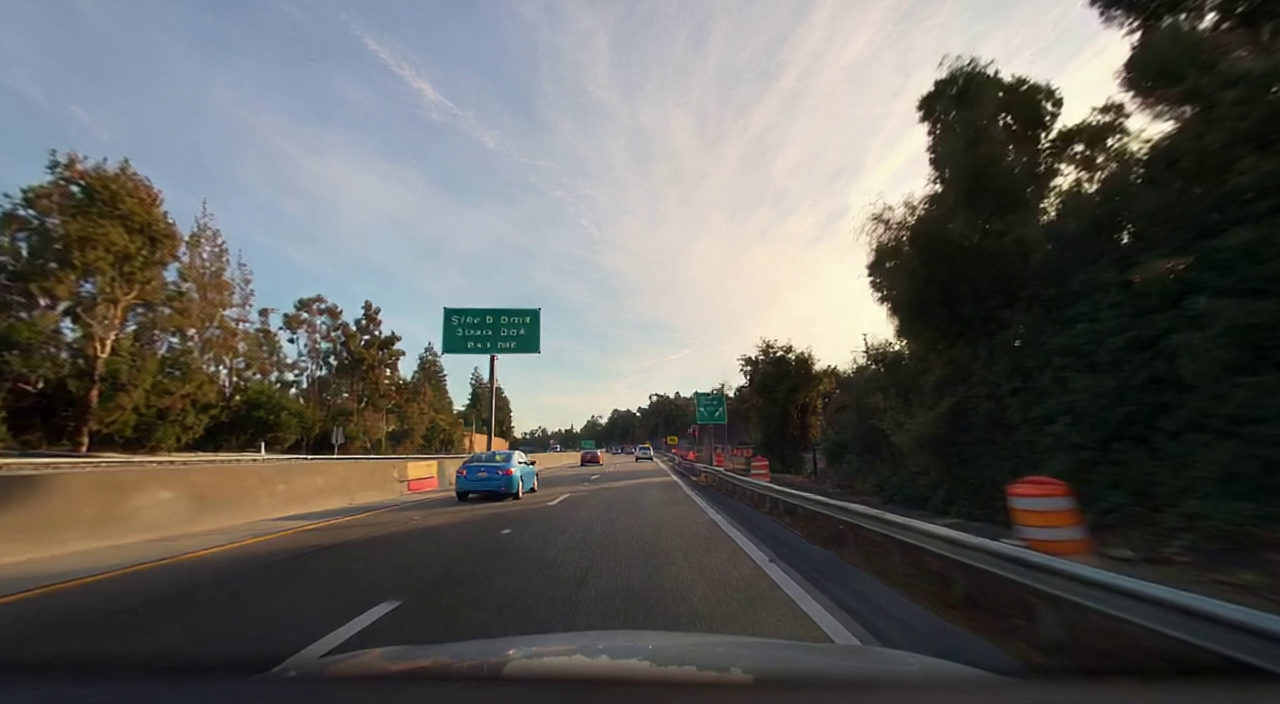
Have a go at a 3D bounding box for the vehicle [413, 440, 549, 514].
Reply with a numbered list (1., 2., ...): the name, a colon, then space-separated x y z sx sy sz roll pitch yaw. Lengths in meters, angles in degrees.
1. vehicle: -3.656 2.952 15.459 2.012 1.510 4.672 0 -9 1

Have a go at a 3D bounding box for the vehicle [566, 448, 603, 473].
1. vehicle: -3.462 6.825 39.946 1.965 1.459 4.145 0 -9 0
